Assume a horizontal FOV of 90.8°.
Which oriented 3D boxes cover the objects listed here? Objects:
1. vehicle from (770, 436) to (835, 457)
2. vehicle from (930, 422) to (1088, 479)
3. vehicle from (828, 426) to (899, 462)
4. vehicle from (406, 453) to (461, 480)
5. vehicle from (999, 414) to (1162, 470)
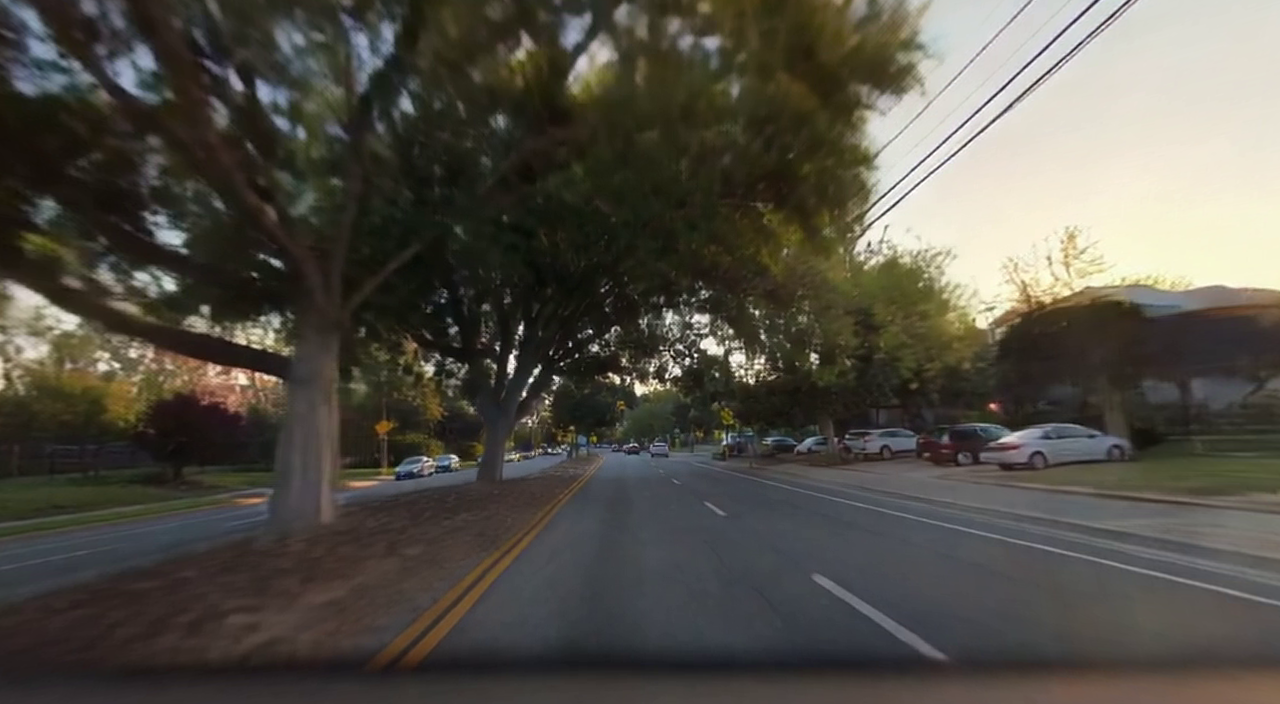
[{"bbox_3d":[11.970,6.968,46.673,4.237,1.476,1.743,0,-8,-1],"label":"vehicle"},{"bbox_3d":[10.677,2.913,18.772,1.847,1.455,4.650,0,-8,-1],"label":"vehicle"},{"bbox_3d":[11.396,4.740,32.587,2.044,1.716,4.637,0,-8,1],"label":"vehicle"},{"bbox_3d":[-12.310,6.841,37.941,1.851,1.459,4.295,0,-8,-1],"label":"vehicle"},{"bbox_3d":[13.184,2.760,19.306,1.889,1.499,4.218,0,-8,0],"label":"vehicle"}]
